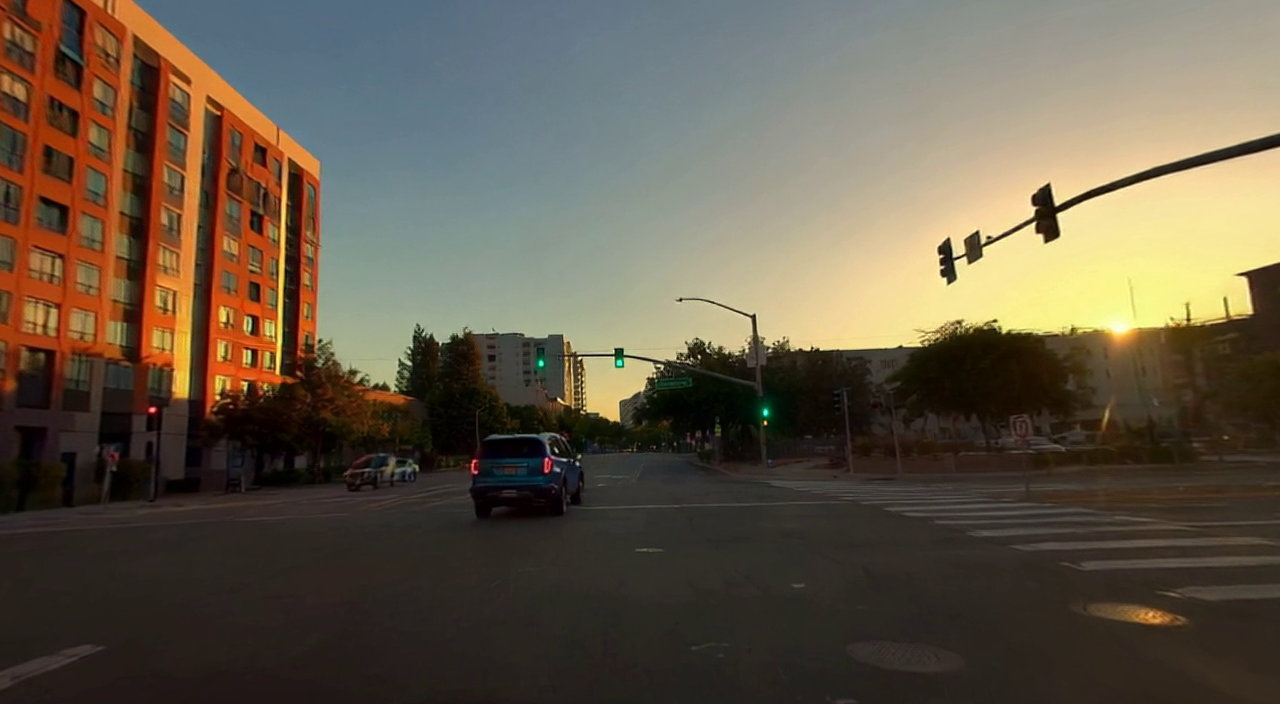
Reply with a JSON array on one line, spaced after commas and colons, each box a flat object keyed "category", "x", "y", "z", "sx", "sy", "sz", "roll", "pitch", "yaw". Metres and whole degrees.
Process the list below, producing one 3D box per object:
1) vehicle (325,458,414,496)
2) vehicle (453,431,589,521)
[{"category": "vehicle", "x": -12.153, "y": 5.609, "z": 28.635, "sx": 1.980, "sy": 1.452, "sz": 4.318, "roll": 0, "pitch": -8, "yaw": 2}, {"category": "vehicle", "x": -2.579, "y": 2.822, "z": 14.937, "sx": 2.123, "sy": 1.799, "sz": 4.425, "roll": -1, "pitch": -8, "yaw": 3}]
